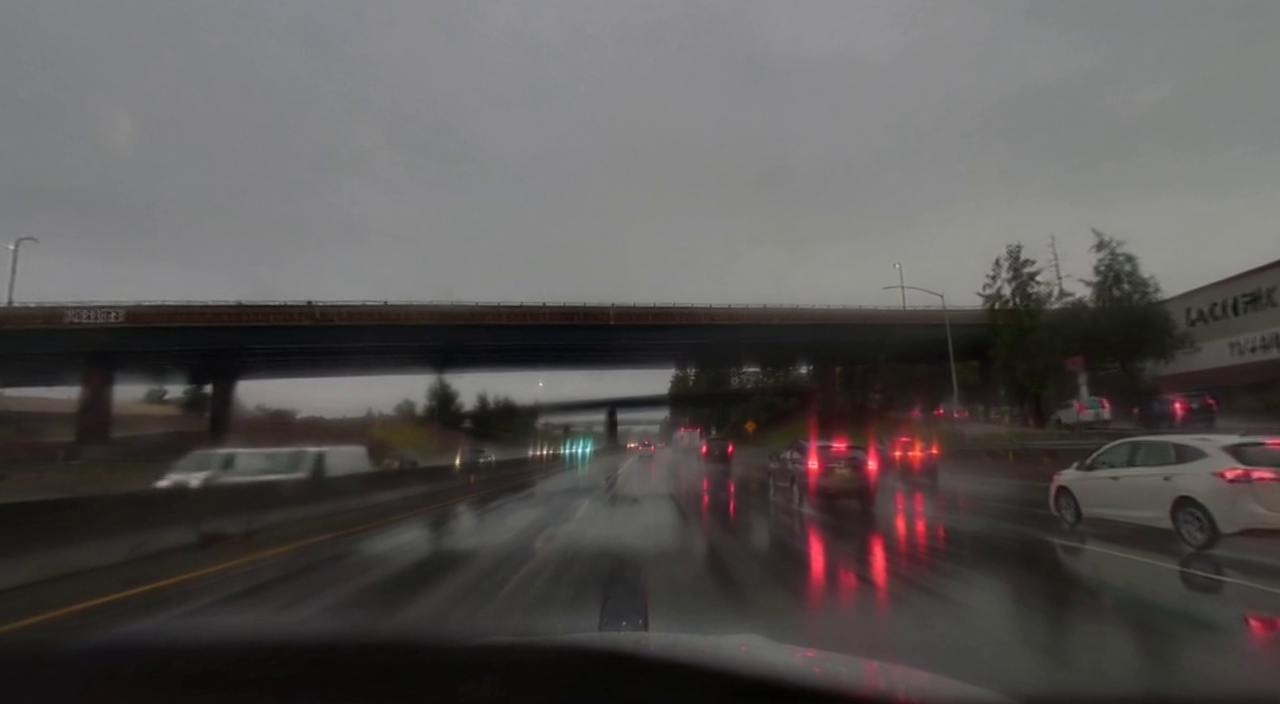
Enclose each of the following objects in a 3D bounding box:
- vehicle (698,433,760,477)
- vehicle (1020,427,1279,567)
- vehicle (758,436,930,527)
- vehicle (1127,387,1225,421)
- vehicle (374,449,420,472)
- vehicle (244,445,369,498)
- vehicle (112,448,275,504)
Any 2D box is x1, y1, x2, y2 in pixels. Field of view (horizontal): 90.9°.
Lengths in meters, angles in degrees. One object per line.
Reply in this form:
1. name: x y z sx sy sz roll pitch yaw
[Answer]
1. vehicle: 4.092 4.822 29.752 2.086 1.858 4.737 0 -8 -1
2. vehicle: 7.731 1.869 8.966 1.919 1.476 4.303 0 -8 0
3. vehicle: 3.774 2.457 12.631 1.902 1.481 4.451 0 -8 -1
4. vehicle: 33.718 3.331 39.899 2.131 1.840 4.870 -1 -8 4
5. vehicle: -19.054 8.545 49.690 1.870 1.672 4.349 0 -8 0
6. vehicle: -11.626 4.152 22.393 1.894 1.647 4.514 0 -8 1
7. vehicle: -15.208 4.208 21.940 1.968 1.663 5.013 0 -8 1
